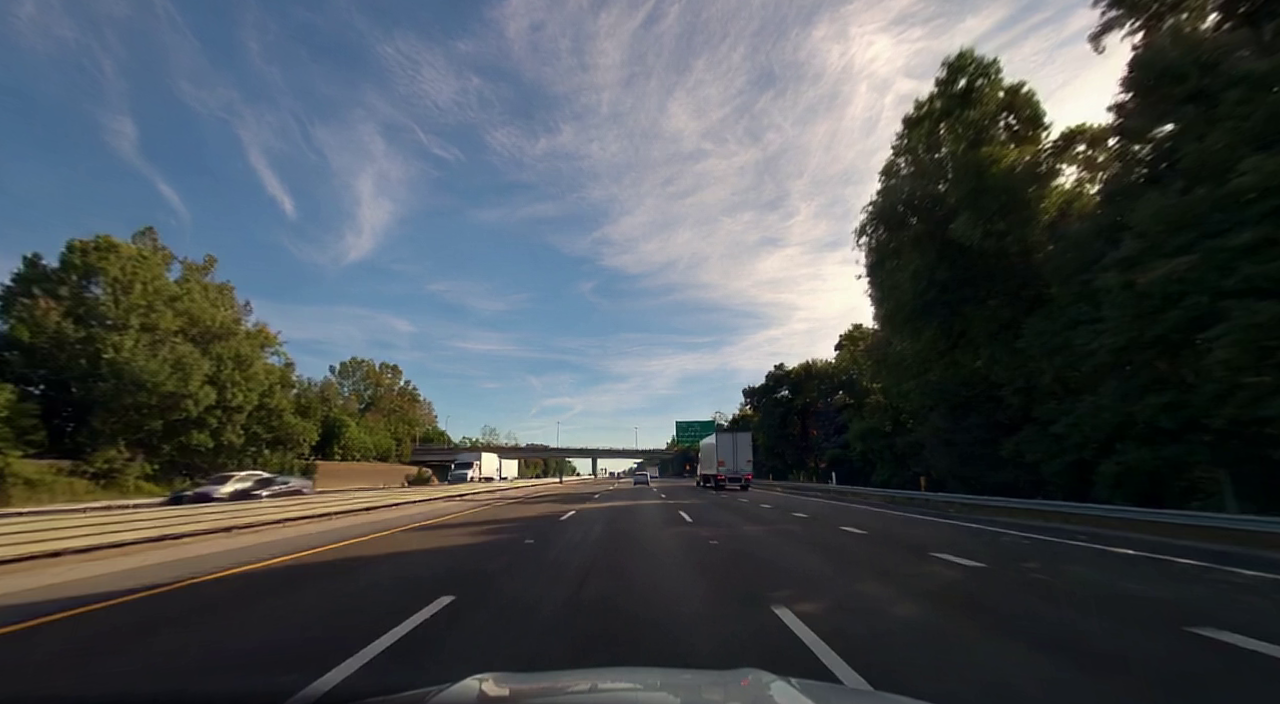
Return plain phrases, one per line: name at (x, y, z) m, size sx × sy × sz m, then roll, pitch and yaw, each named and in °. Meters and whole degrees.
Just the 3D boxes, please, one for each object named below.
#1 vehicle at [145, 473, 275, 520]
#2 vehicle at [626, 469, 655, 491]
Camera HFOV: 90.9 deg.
vehicle at (-14.968, 5.021, 22.230) m, size 1.832 × 1.439 × 3.822 m, roll 1°, pitch -11°, yaw 0°
vehicle at (0.026, 9.300, 45.847) m, size 2.029 × 1.459 × 3.684 m, roll 1°, pitch -10°, yaw 0°
